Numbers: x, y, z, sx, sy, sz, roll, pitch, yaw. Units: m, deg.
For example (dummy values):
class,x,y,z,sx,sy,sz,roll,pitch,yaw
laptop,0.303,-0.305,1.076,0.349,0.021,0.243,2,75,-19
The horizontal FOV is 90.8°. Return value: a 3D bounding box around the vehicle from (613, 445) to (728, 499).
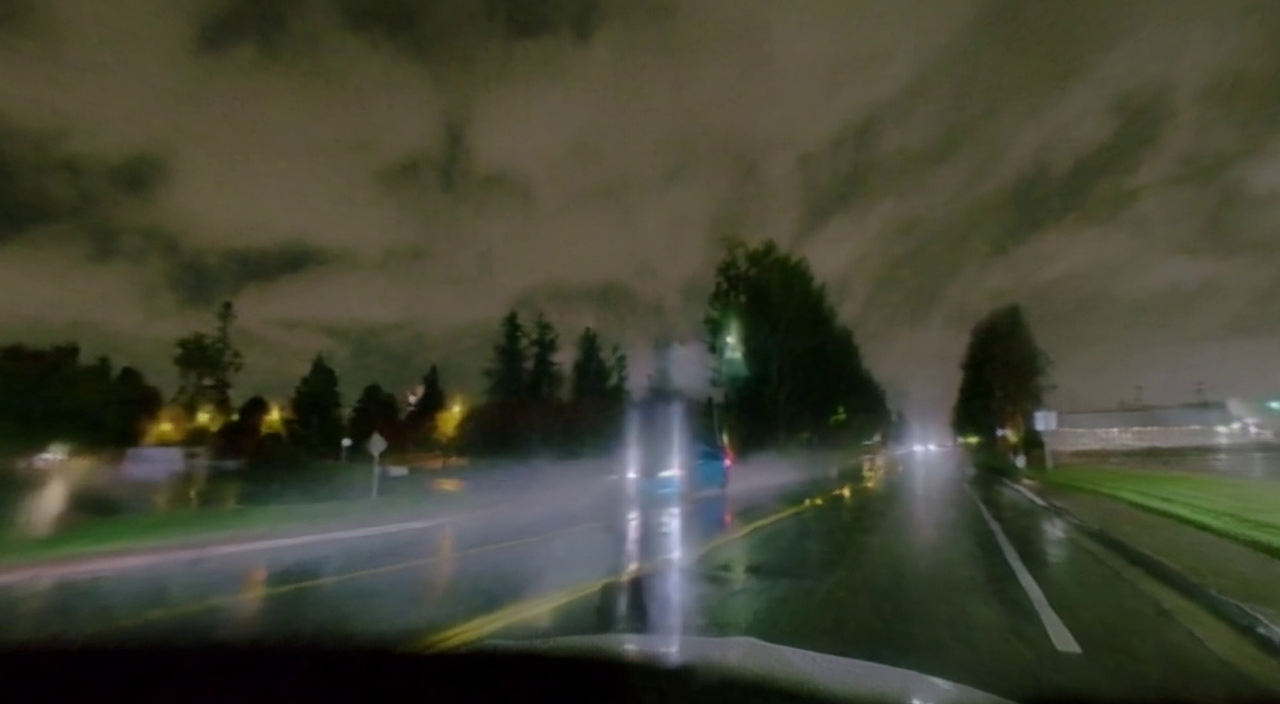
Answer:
class,x,y,z,sx,sy,sz,roll,pitch,yaw
vehicle,1.082,3.656,19.775,1.926,1.465,4.433,-4,-9,26
